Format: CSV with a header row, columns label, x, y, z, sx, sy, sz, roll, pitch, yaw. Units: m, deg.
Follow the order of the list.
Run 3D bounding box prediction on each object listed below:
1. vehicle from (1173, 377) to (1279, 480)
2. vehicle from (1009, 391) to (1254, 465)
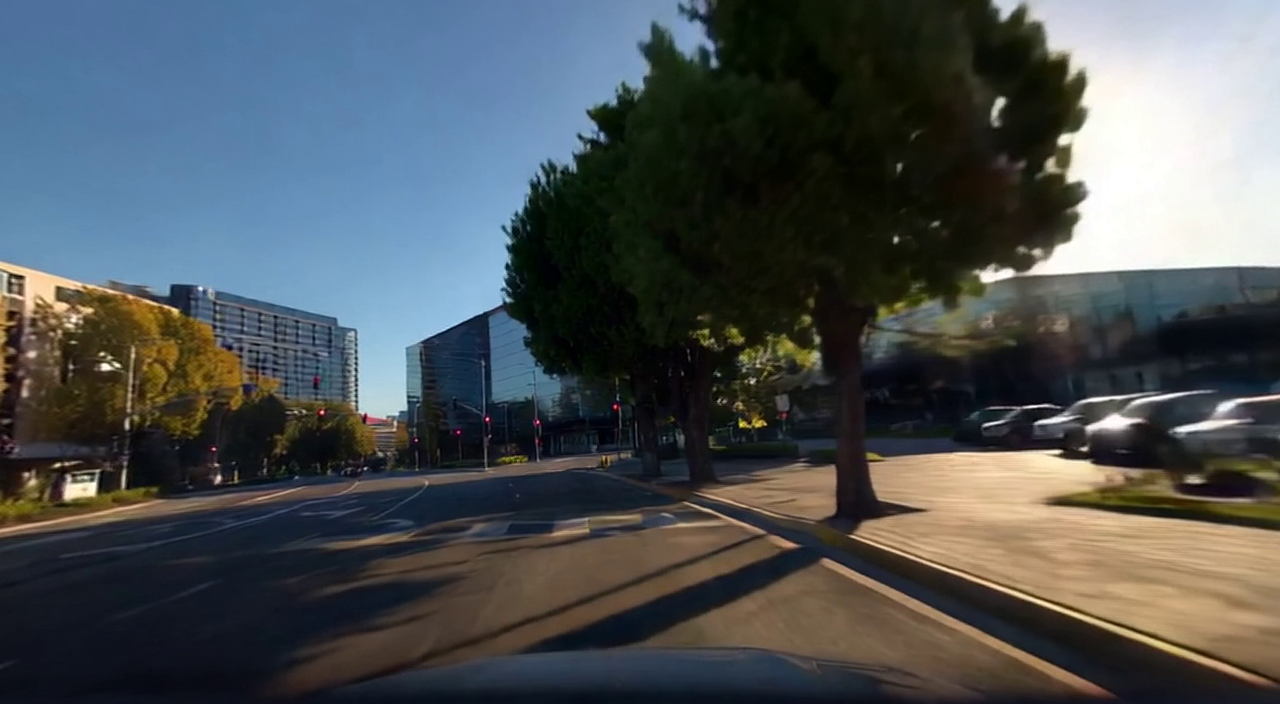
label,x,y,z,sx,sy,sz,roll,pitch,yaw
vehicle,12.099,1.330,10.785,4.400,1.584,1.964,1,-9,-7
vehicle,11.884,1.880,15.472,4.441,1.654,2.044,1,-9,-7
